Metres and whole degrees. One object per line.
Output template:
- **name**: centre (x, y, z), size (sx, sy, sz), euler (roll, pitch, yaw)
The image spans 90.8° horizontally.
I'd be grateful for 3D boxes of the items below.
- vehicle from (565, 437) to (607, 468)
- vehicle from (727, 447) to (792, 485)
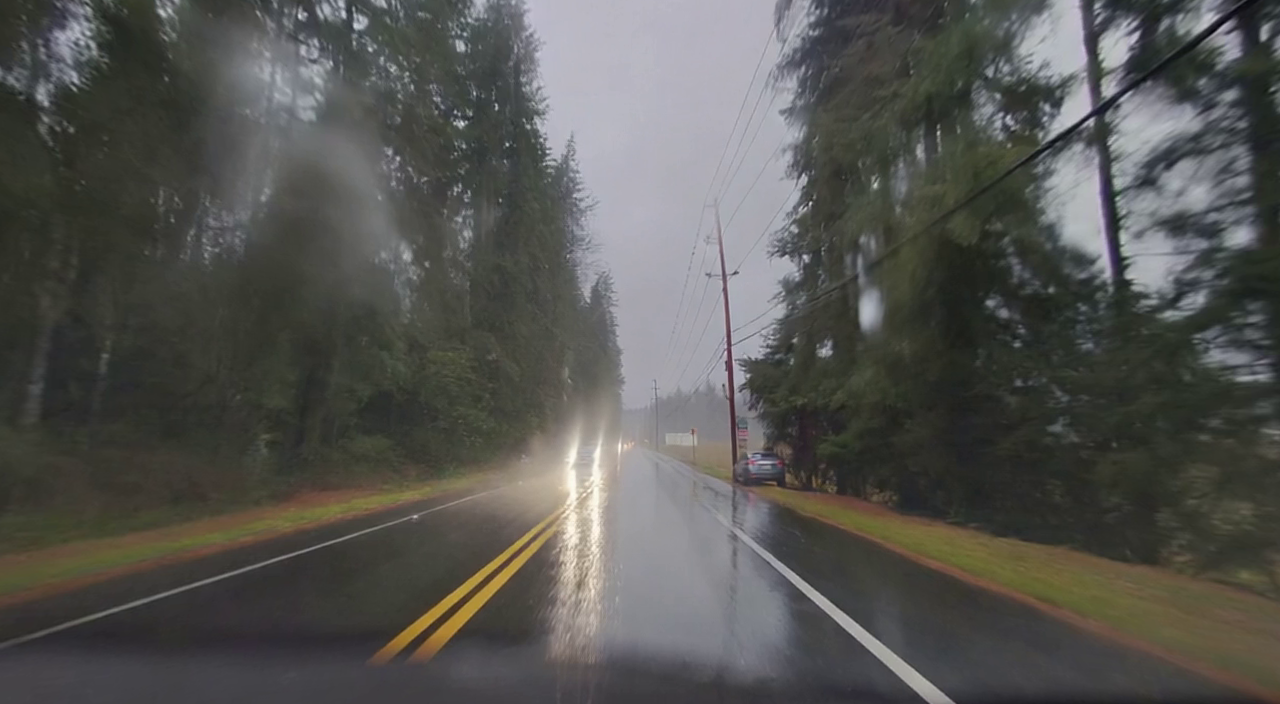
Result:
- **vehicle**: centre (-3.213, 6.090, 38.444), size (2.023, 1.722, 4.372), euler (0, -9, 1)
- **vehicle**: centre (4.996, 4.824, 27.057), size (1.905, 1.482, 4.240), euler (0, -9, -1)
